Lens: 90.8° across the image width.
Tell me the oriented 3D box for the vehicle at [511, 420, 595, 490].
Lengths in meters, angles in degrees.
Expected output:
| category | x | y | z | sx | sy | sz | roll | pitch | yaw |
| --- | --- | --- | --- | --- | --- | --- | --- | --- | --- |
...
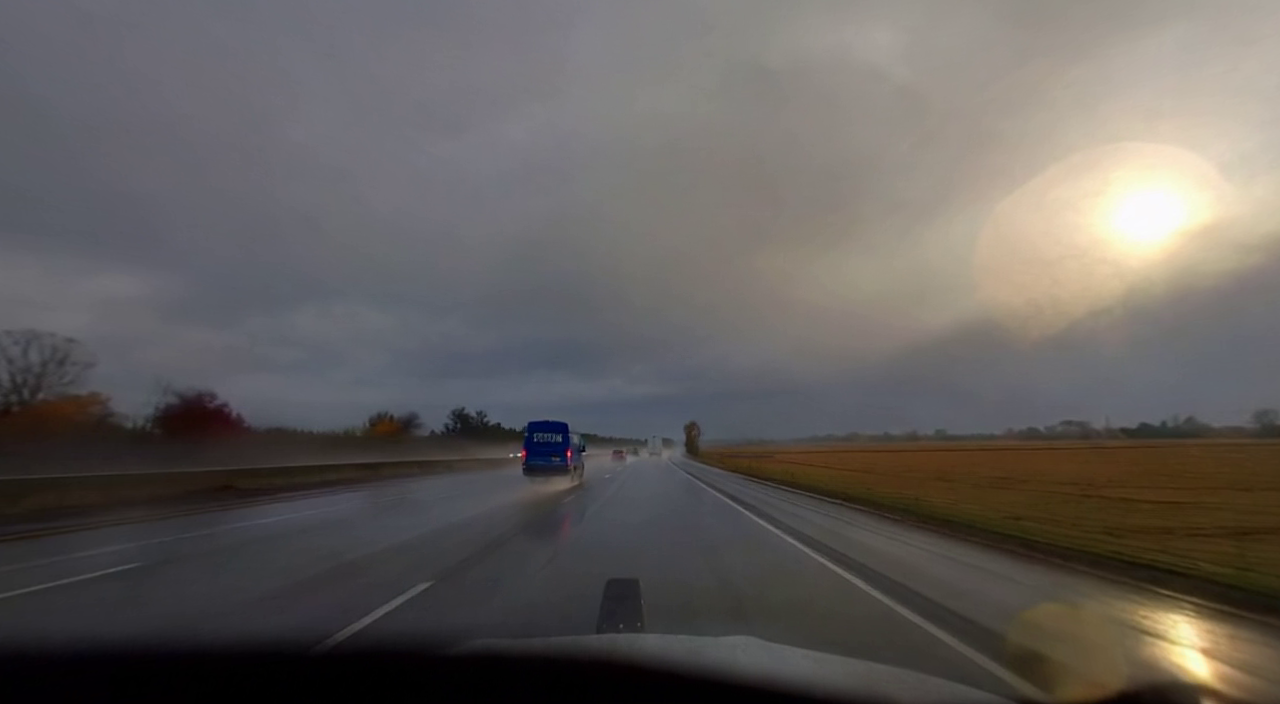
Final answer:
| category | x | y | z | sx | sy | sz | roll | pitch | yaw |
| --- | --- | --- | --- | --- | --- | --- | --- | --- | --- |
| vehicle | -3.154 | 3.923 | 24.182 | 2.360 | 2.367 | 5.223 | 0 | -9 | 1 |
